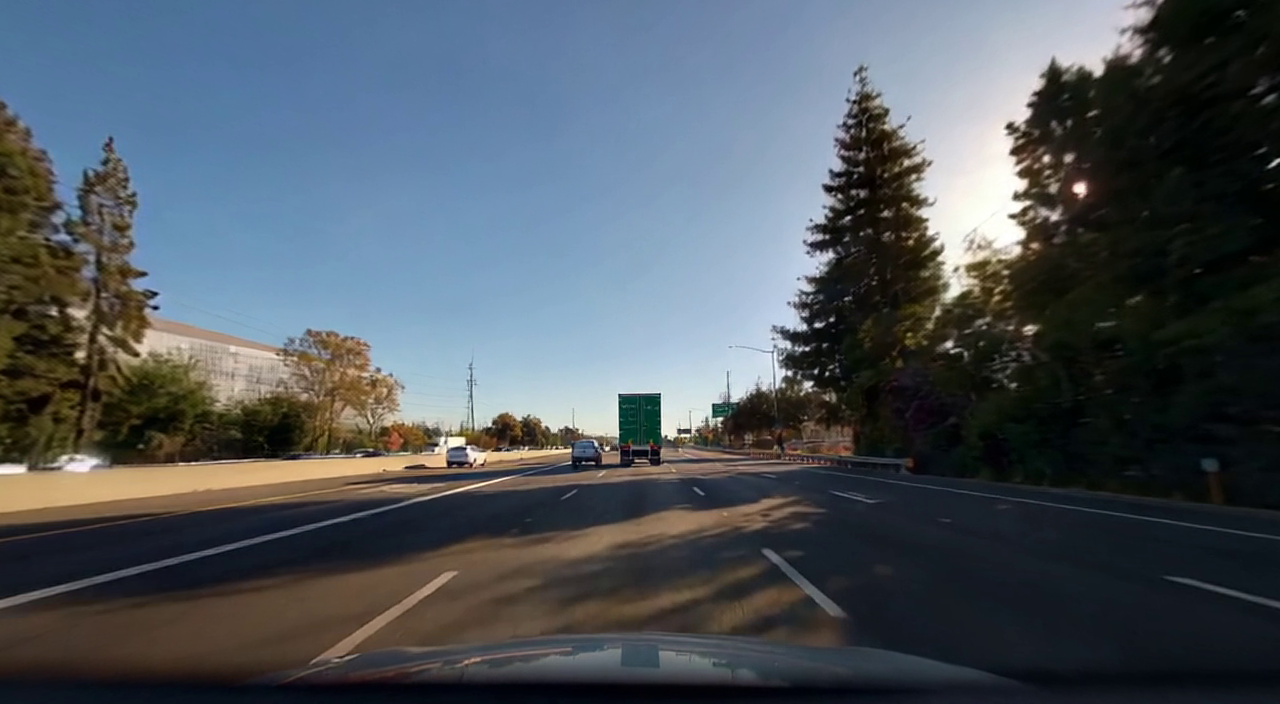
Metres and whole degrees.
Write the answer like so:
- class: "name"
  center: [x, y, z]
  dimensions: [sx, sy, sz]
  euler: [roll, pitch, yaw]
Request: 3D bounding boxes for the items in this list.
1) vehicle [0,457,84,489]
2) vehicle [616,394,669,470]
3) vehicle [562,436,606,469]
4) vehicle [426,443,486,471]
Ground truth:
- class: "vehicle"
  center: [-31.687, 6.147, 32.305]
  dimensions: [2.124, 1.463, 4.754]
  euler: [0, -8, -1]
- class: "vehicle"
  center: [0.193, 5.297, 40.856]
  dimensions: [2.879, 4.085, 13.125]
  euler: [0, -8, 0]
- class: "vehicle"
  center: [-3.422, 6.268, 39.727]
  dimensions: [2.293, 1.923, 5.141]
  euler: [0, -8, 0]
- class: "vehicle"
  center: [-10.632, 6.085, 36.900]
  dimensions: [2.012, 1.509, 4.789]
  euler: [0, -8, 1]
